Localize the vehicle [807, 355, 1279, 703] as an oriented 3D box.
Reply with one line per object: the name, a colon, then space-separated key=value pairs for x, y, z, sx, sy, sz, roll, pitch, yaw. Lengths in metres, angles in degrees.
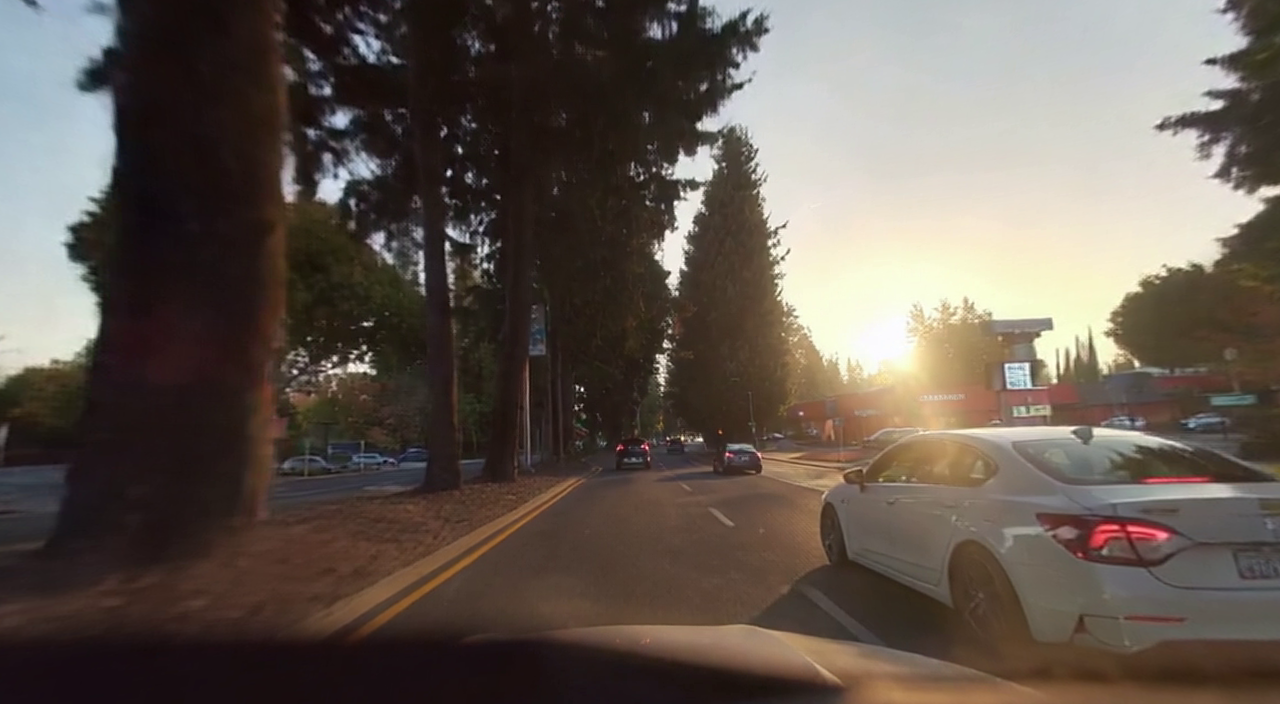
vehicle: x=3.013 y=1.166 z=4.902 sx=2.153 sy=1.658 sz=4.485 roll=0 pitch=-9 yaw=-1

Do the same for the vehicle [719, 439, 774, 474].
vehicle: x=4.820 y=4.806 z=29.236 sx=1.883 sy=1.452 sz=4.258 roll=0 pitch=-9 yaw=1

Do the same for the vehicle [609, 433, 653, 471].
vehicle: x=-0.424 y=5.113 z=32.404 sx=2.106 sy=1.798 sz=4.168 roll=0 pitch=-8 yaw=0
